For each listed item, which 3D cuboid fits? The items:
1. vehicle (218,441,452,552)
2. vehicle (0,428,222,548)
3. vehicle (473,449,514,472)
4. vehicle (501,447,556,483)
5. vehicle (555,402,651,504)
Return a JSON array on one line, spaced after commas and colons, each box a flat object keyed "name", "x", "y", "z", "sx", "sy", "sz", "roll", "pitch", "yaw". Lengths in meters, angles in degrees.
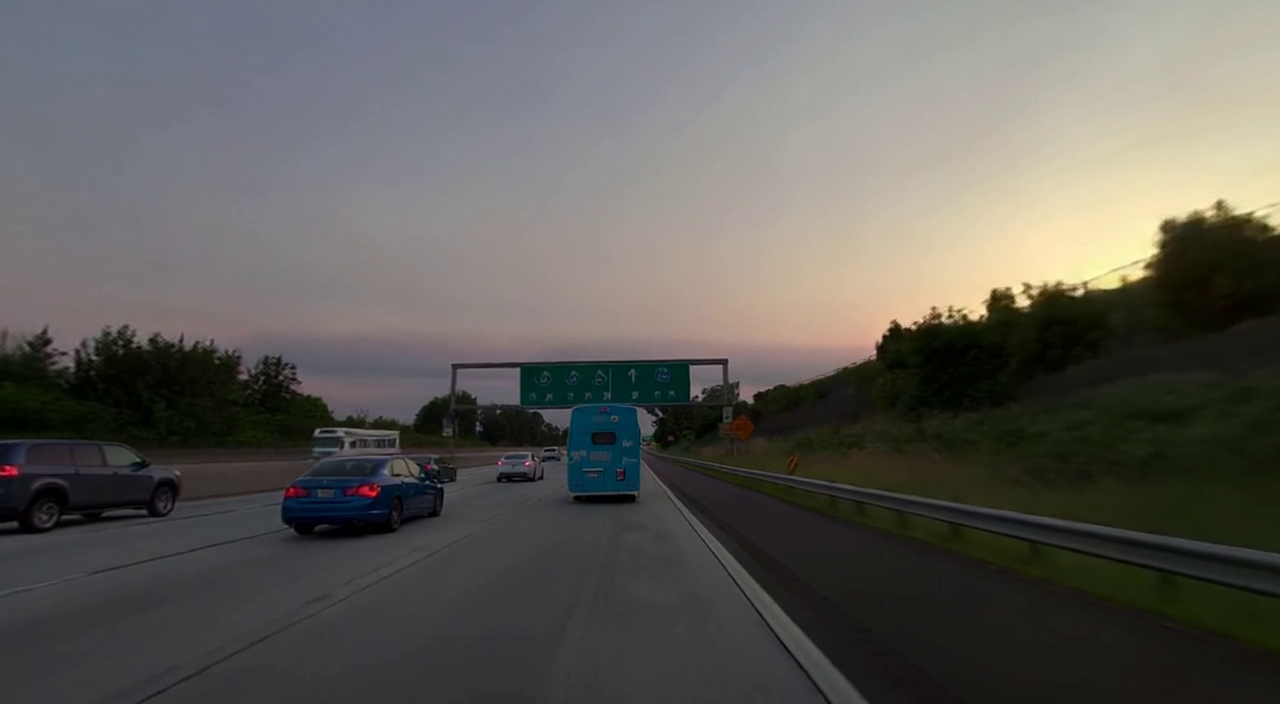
[{"name": "vehicle", "x": -4.650, "y": 2.235, "z": 10.408, "sx": 1.876, "sy": 1.438, "sz": 4.072, "roll": 0, "pitch": -9, "yaw": -1}, {"name": "vehicle", "x": -9.599, "y": 2.185, "z": 10.711, "sx": 2.010, "sy": 1.621, "sz": 4.252, "roll": 0, "pitch": -9, "yaw": 0}, {"name": "vehicle", "x": -10.071, "y": 7.476, "z": 43.580, "sx": 1.886, "sy": 1.462, "sz": 4.084, "roll": 0, "pitch": -9, "yaw": -1}, {"name": "vehicle", "x": -4.975, "y": 5.093, "z": 28.572, "sx": 1.872, "sy": 1.480, "sz": 3.545, "roll": 0, "pitch": -9, "yaw": -1}, {"name": "vehicle", "x": -0.970, "y": 2.946, "z": 18.520, "sx": 2.394, "sy": 2.556, "sz": 5.232, "roll": 0, "pitch": -9, "yaw": -1}]
